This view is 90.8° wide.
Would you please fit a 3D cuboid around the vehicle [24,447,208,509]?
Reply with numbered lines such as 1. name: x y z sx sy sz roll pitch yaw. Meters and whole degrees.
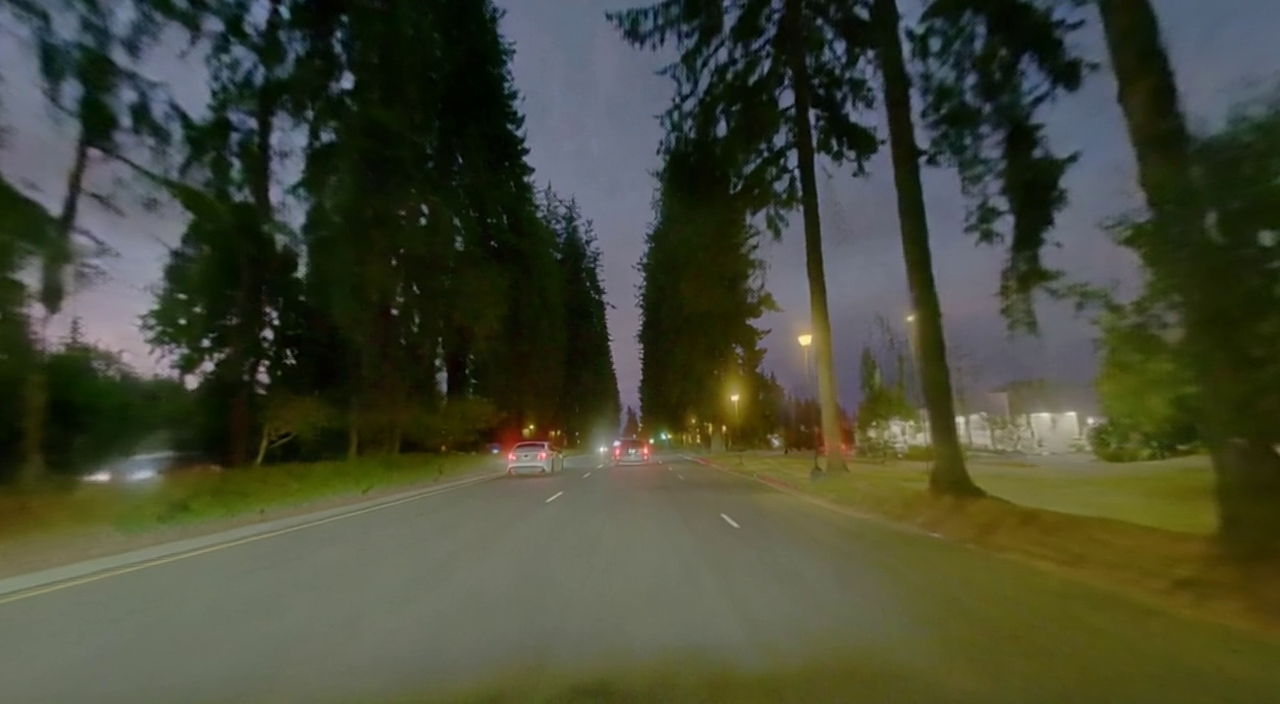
1. vehicle: -16.343 3.895 20.105 1.896 1.712 4.523 0 -8 0

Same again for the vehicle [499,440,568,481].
1. vehicle: -4.086 4.221 24.873 1.917 1.448 4.178 0 -8 1

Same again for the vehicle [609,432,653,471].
1. vehicle: -0.458 4.907 31.269 2.018 1.769 3.897 0 -8 -1

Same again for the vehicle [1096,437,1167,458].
1. vehicle: 33.583 6.540 43.181 3.531 1.422 1.598 1 -9 -5
